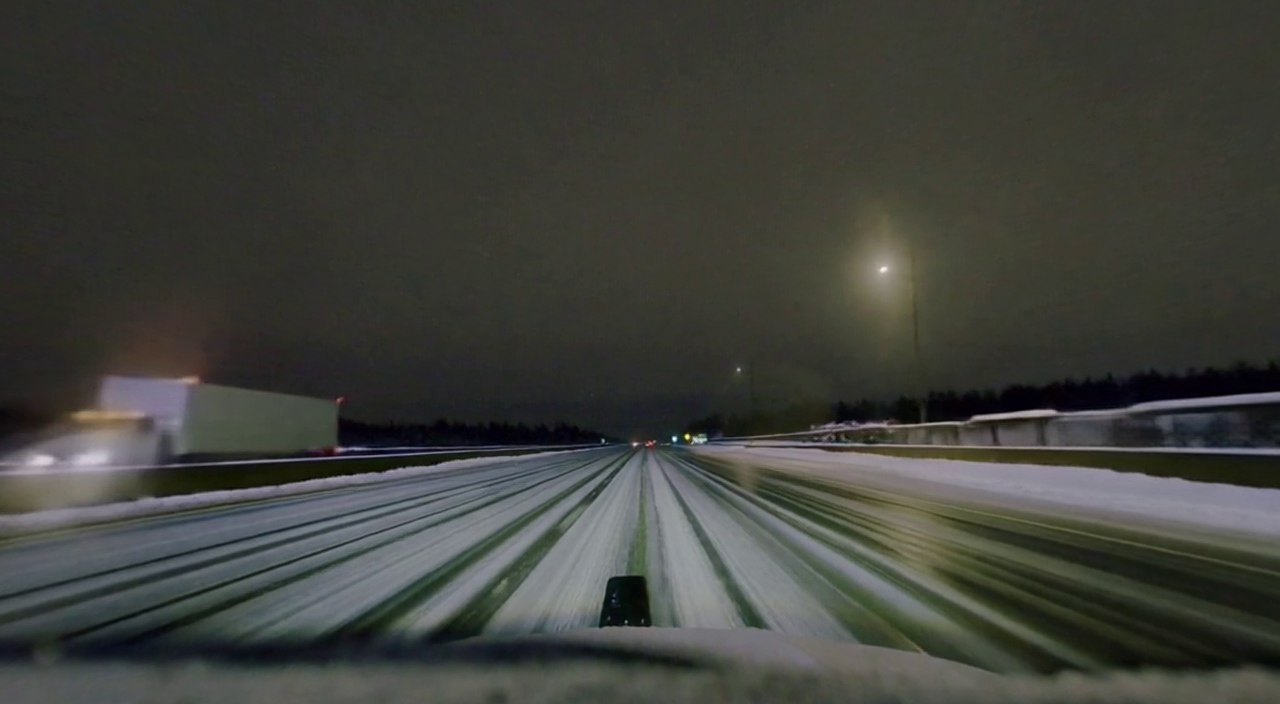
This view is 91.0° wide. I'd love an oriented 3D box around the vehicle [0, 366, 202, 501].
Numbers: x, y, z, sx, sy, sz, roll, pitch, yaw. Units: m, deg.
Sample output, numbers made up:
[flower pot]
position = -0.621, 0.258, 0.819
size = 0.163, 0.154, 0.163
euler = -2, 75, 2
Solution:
[vehicle]
position = -19.112, 2.846, 21.878
size = 3.006, 3.996, 6.212
euler = 0, -8, 1
